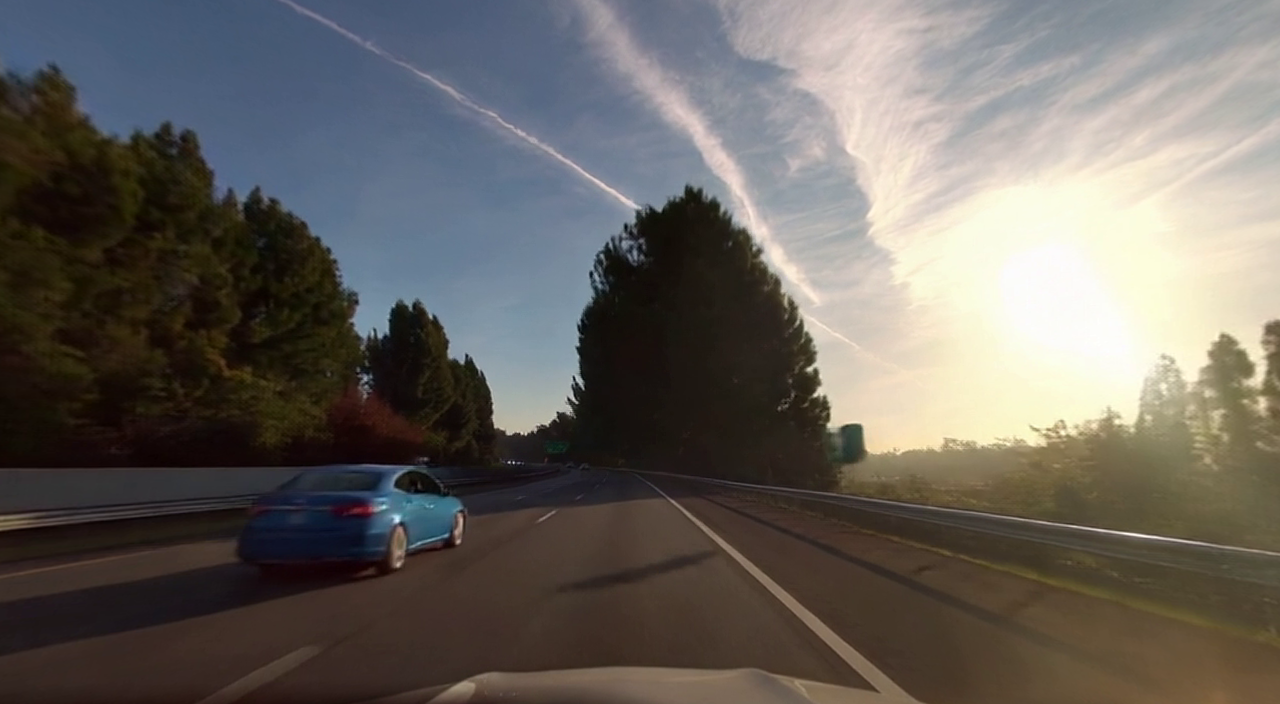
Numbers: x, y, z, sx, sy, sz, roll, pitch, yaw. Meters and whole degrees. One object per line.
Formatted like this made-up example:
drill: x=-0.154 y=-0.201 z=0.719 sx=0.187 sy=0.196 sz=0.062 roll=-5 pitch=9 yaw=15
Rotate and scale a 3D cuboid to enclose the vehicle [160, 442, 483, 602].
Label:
vehicle: x=-3.500 y=1.969 z=7.914 sx=2.040 sy=1.465 sz=3.744 roll=1 pitch=-11 yaw=0
